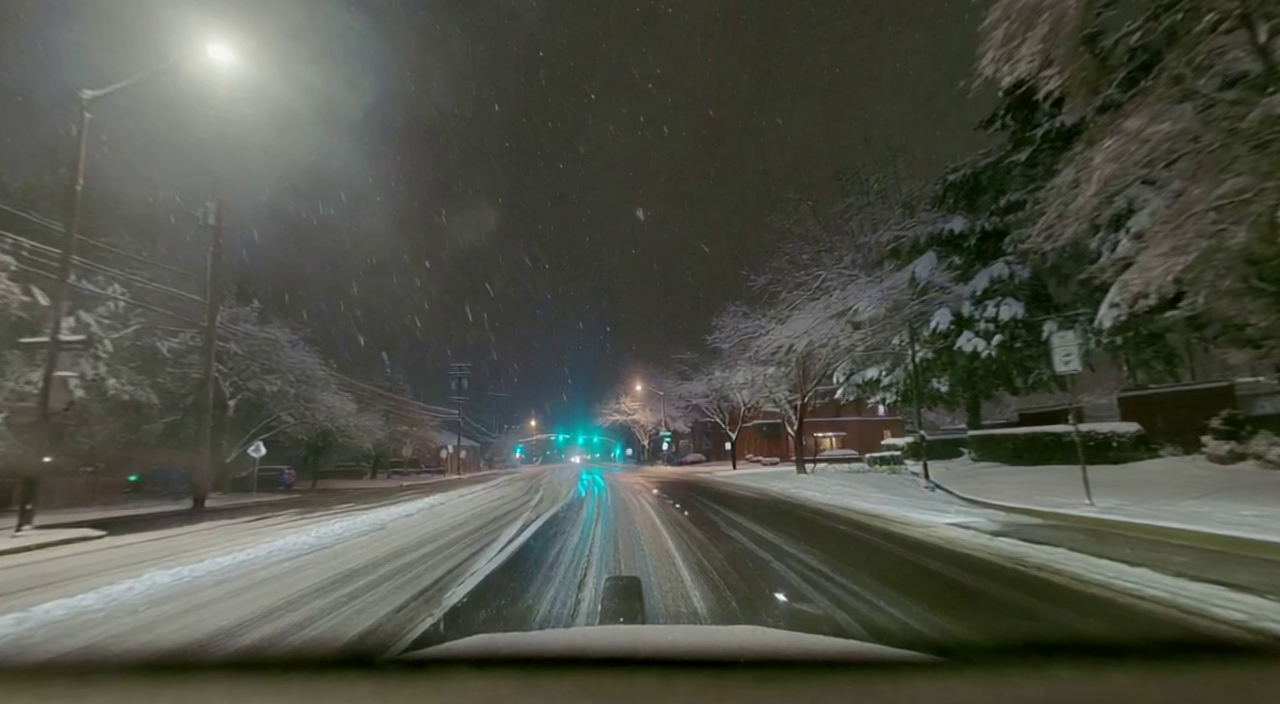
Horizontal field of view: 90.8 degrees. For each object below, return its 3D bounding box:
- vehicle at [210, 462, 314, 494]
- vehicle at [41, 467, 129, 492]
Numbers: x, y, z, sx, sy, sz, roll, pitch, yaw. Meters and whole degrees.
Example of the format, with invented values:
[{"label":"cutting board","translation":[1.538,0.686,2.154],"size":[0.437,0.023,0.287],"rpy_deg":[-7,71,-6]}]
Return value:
[{"label":"vehicle","translation":[-25.418,8.491,42.718],"size":[5.473,1.957,2.253],"rpy_deg":[1,-9,-8]},{"label":"vehicle","translation":[-41.446,9.519,47.294],"size":[4.377,1.654,2.018],"rpy_deg":[3,-9,-20]}]
